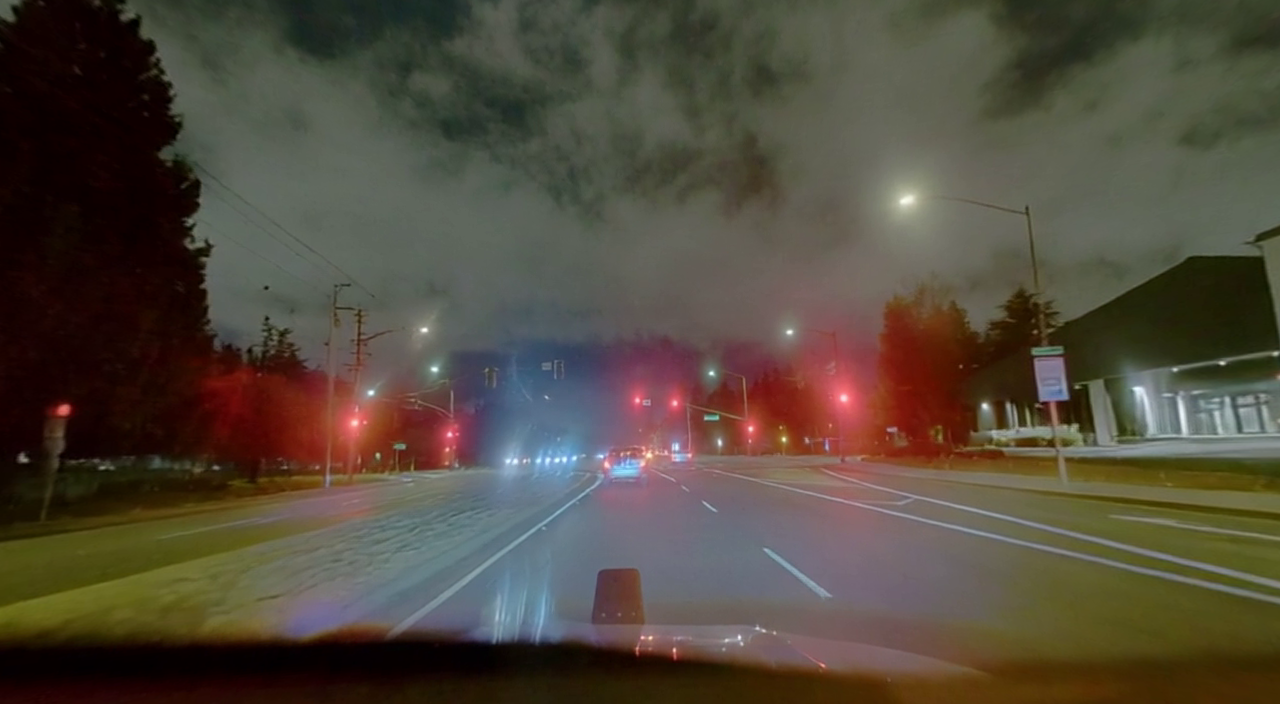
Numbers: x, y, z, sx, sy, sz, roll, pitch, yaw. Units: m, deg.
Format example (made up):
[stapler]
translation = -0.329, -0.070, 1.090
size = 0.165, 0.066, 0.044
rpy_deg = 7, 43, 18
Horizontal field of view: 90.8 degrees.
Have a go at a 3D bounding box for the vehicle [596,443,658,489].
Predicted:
[vehicle]
translation = -0.470, 4.388, 24.639
size = 2.181, 1.639, 4.127
rpy_deg = 0, -9, 0
